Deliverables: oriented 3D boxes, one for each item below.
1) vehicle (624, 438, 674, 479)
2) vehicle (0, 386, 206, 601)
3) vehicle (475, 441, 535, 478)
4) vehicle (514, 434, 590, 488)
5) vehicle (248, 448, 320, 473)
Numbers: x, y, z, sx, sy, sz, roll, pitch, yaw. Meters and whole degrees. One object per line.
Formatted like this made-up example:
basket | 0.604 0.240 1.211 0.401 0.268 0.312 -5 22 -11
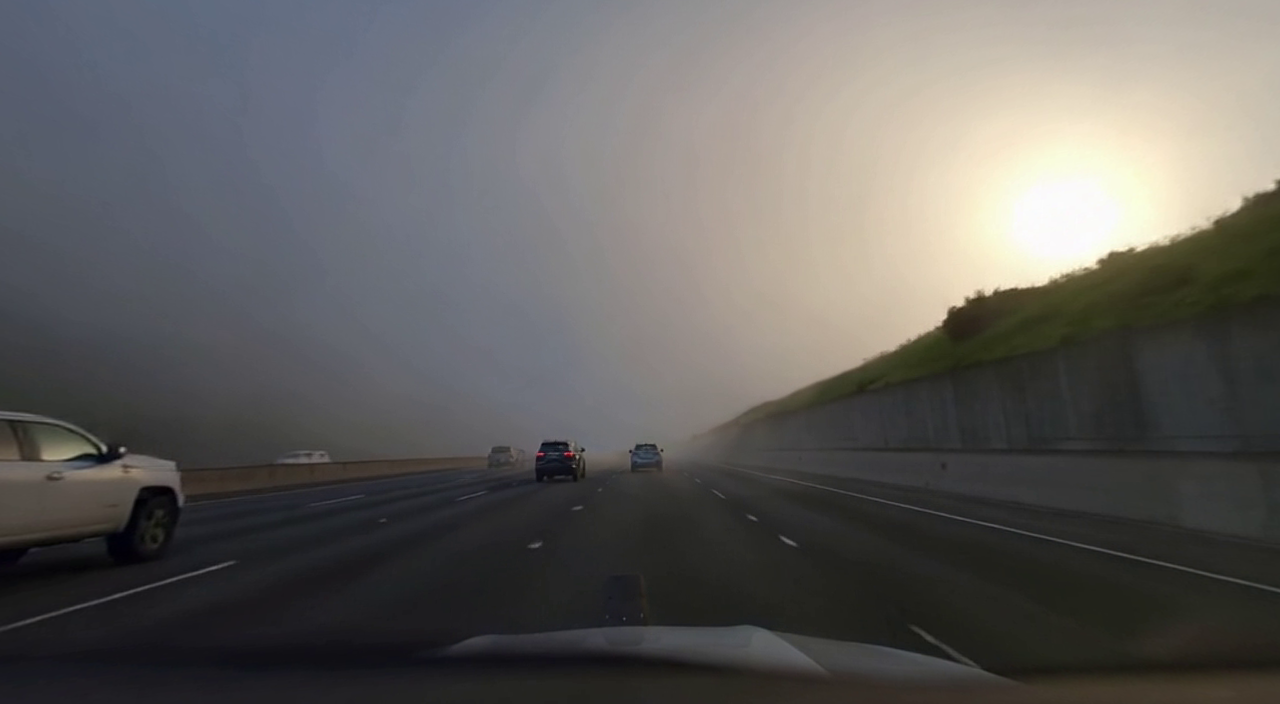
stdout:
vehicle | 0.400 5.138 30.685 2.233 1.804 4.273 0 -9 0
vehicle | -6.639 1.212 5.339 2.108 1.856 5.214 0 -9 1
vehicle | -6.676 5.368 31.736 2.059 1.745 4.239 0 -9 0
vehicle | -3.173 4.057 23.790 2.093 1.820 4.506 0 -9 1
vehicle | -23.435 7.130 41.782 1.953 1.532 4.791 0 -9 1
